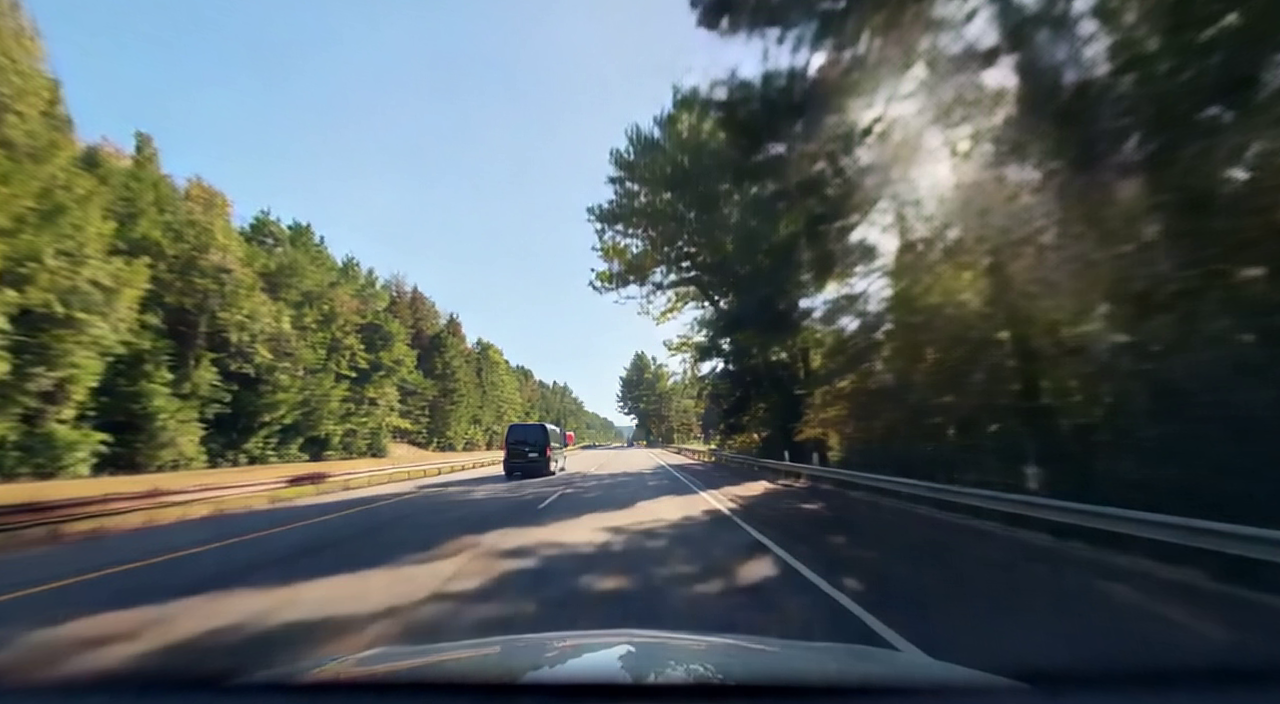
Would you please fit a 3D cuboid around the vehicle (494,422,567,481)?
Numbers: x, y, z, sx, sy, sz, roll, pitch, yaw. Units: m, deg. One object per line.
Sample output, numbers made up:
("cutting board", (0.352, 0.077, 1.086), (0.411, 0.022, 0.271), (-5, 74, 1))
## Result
("vehicle", (-4.094, 3.803, 24.318), (1.976, 2.029, 4.737), (-1, -8, 0))
